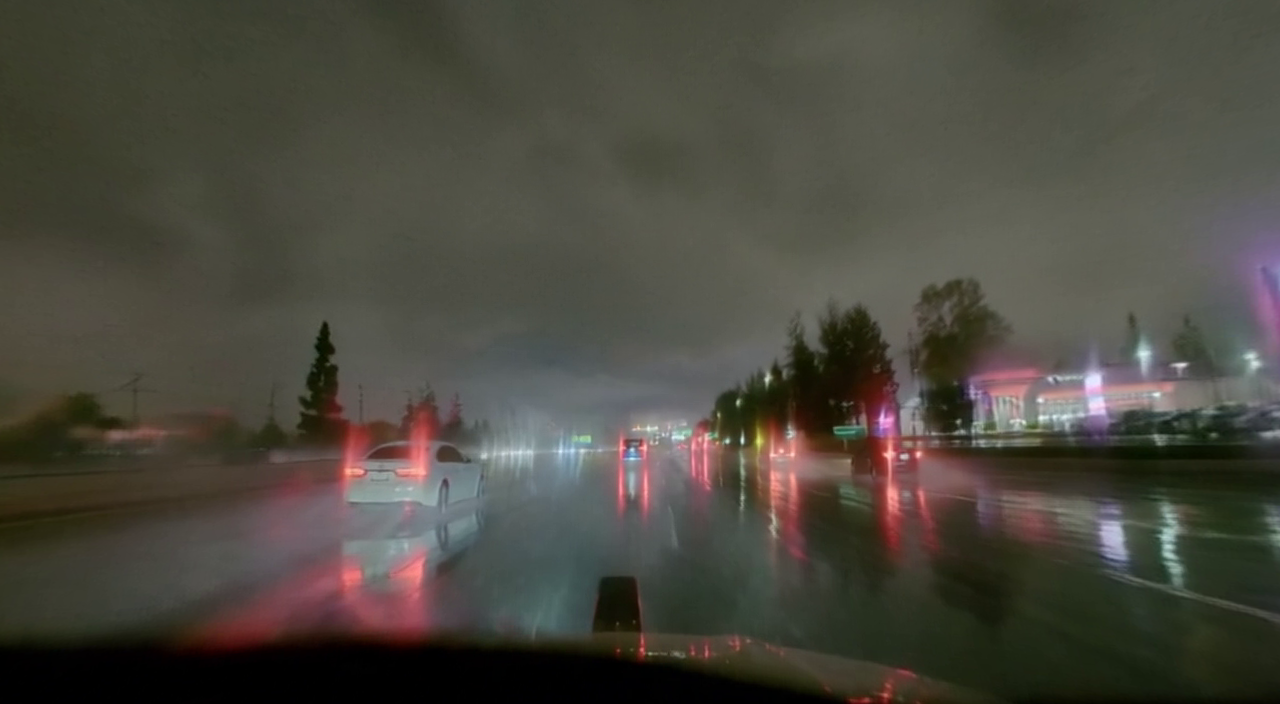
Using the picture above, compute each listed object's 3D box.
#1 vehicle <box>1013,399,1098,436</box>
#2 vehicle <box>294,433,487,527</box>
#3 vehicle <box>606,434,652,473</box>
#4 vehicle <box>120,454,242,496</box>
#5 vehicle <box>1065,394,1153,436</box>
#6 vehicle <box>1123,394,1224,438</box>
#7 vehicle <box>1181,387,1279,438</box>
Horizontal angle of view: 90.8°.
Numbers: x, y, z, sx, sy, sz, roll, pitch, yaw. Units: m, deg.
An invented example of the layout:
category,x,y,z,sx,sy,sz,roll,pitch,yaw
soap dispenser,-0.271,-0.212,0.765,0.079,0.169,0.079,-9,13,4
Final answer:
category,x,y,z,sx,sy,sz,roll,pitch,yaw
vehicle,21.649,3.473,32.867,4.431,1.699,2.022,6,-10,-34
vehicle,-4.569,2.405,12.467,1.907,1.483,4.562,0,-9,0
vehicle,-0.503,5.313,33.276,2.155,1.856,4.796,-1,-9,2
vehicle,-18.073,4.829,25.134,1.822,1.472,3.879,-1,-9,2
vehicle,21.739,2.990,29.228,4.418,1.698,2.046,7,-11,-38
vehicle,22.338,2.712,26.430,4.068,1.664,1.917,6,-9,-31
vehicle,22.391,2.346,23.716,4.353,1.698,2.034,6,-11,-36
